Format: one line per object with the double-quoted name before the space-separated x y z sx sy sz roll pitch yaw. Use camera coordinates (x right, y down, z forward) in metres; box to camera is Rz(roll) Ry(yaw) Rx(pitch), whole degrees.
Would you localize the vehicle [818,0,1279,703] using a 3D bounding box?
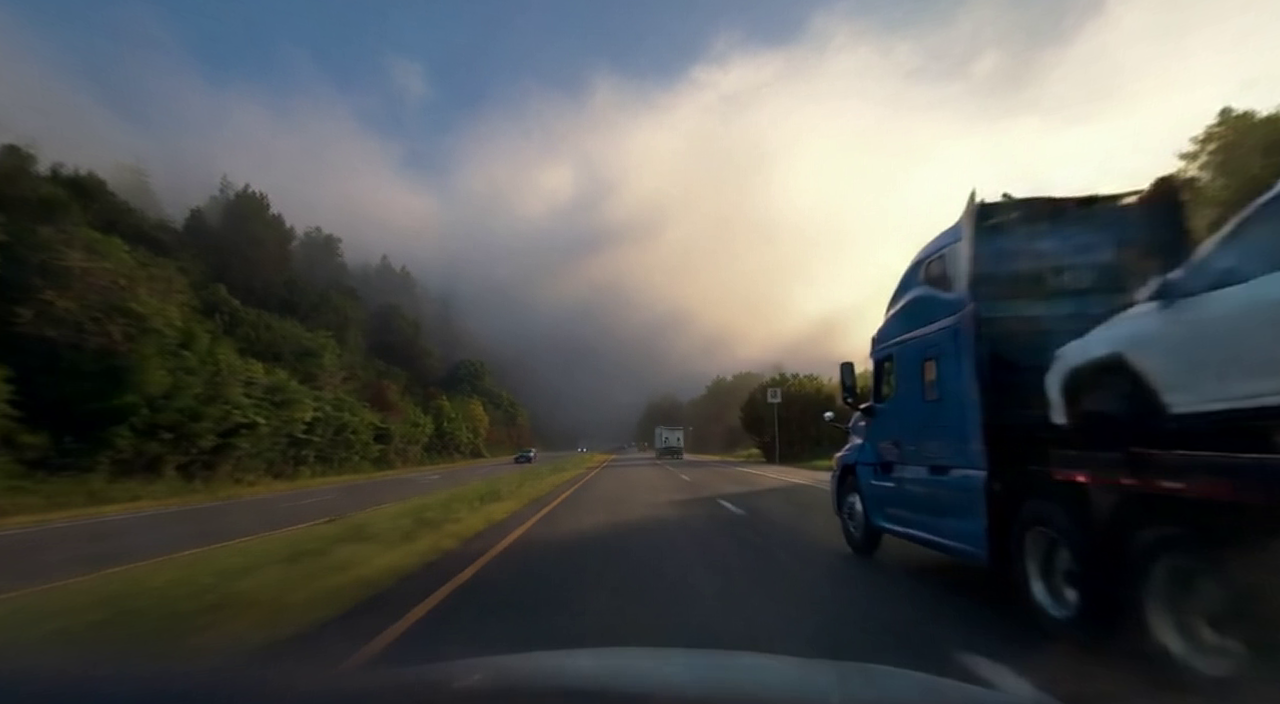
"vehicle" 4.247 0.163 3.988 3.101 3.507 9.878 0 -8 -1
